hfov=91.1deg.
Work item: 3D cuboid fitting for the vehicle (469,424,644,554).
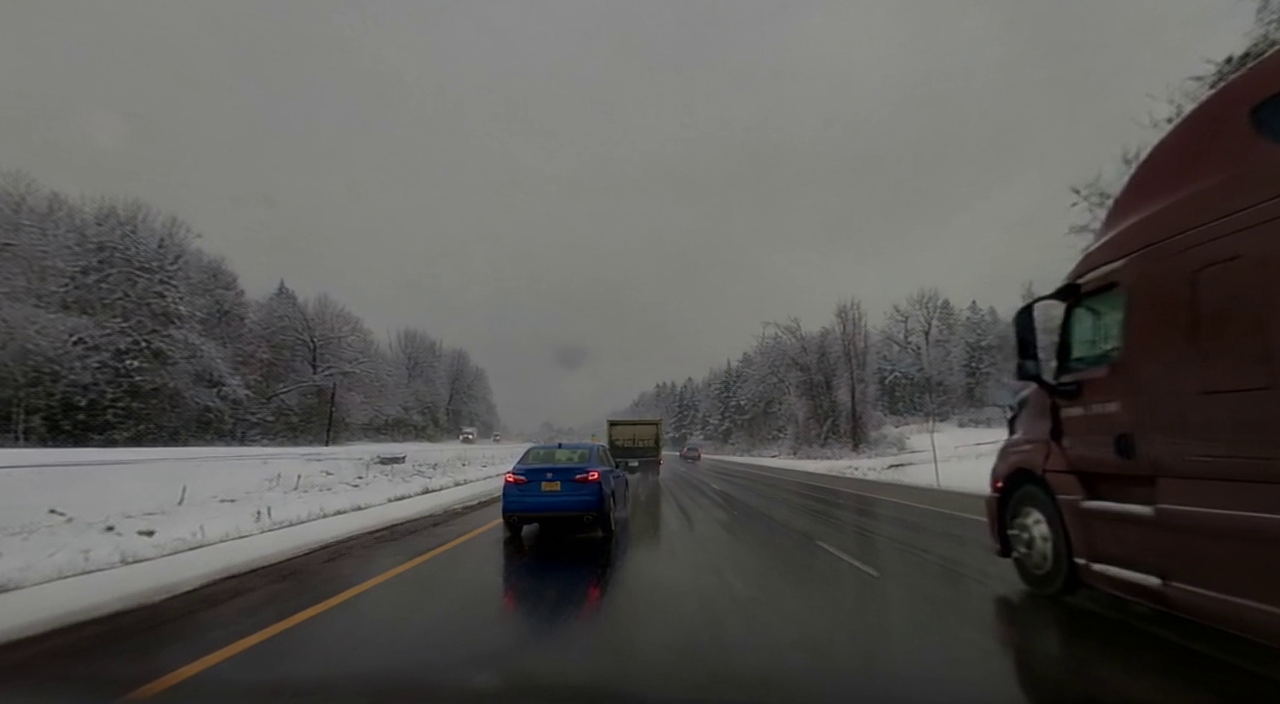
[{"bbox_3d":[-1.025,1.984,9.703,2.038,1.582,3.729,-1,-9,2],"label":"vehicle"}]

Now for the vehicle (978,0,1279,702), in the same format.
[{"bbox_3d":[4.895,-0.295,3.091,2.982,4.187,6.008,0,-9,1],"label":"vehicle"}]
